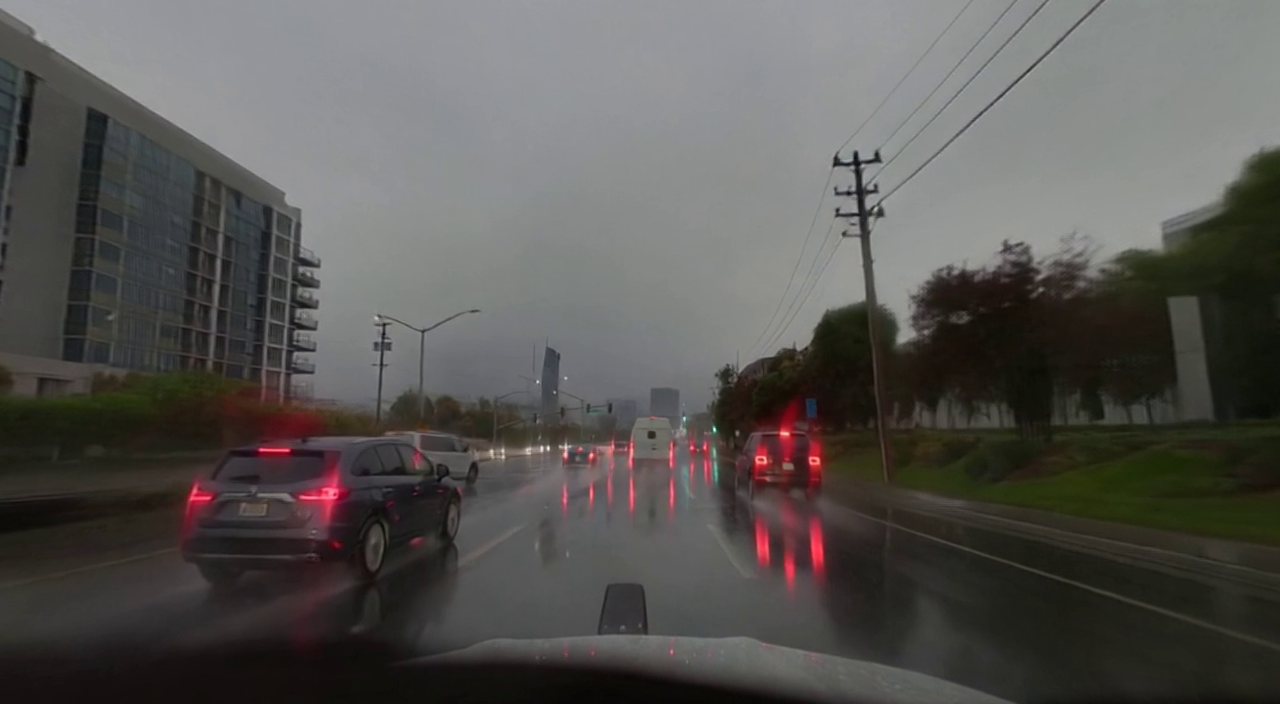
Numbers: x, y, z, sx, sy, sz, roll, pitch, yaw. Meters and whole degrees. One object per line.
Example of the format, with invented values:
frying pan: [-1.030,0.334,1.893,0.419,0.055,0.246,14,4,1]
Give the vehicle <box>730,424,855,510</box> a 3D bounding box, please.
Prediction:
vehicle: [3.800,2.935,16.579,2.283,1.923,4.427,0,-8,2]

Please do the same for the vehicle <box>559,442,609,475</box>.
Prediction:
vehicle: [-2.857,5.549,32.939,1.984,1.567,4.311,-1,-8,3]

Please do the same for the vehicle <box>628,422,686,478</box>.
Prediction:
vehicle: [0.934,4.685,30.309,2.457,2.440,5.486,-1,-8,5]

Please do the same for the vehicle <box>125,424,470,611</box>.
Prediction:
vehicle: [-3.565,1.733,7.502,1.934,1.643,3.718,0,-8,1]
